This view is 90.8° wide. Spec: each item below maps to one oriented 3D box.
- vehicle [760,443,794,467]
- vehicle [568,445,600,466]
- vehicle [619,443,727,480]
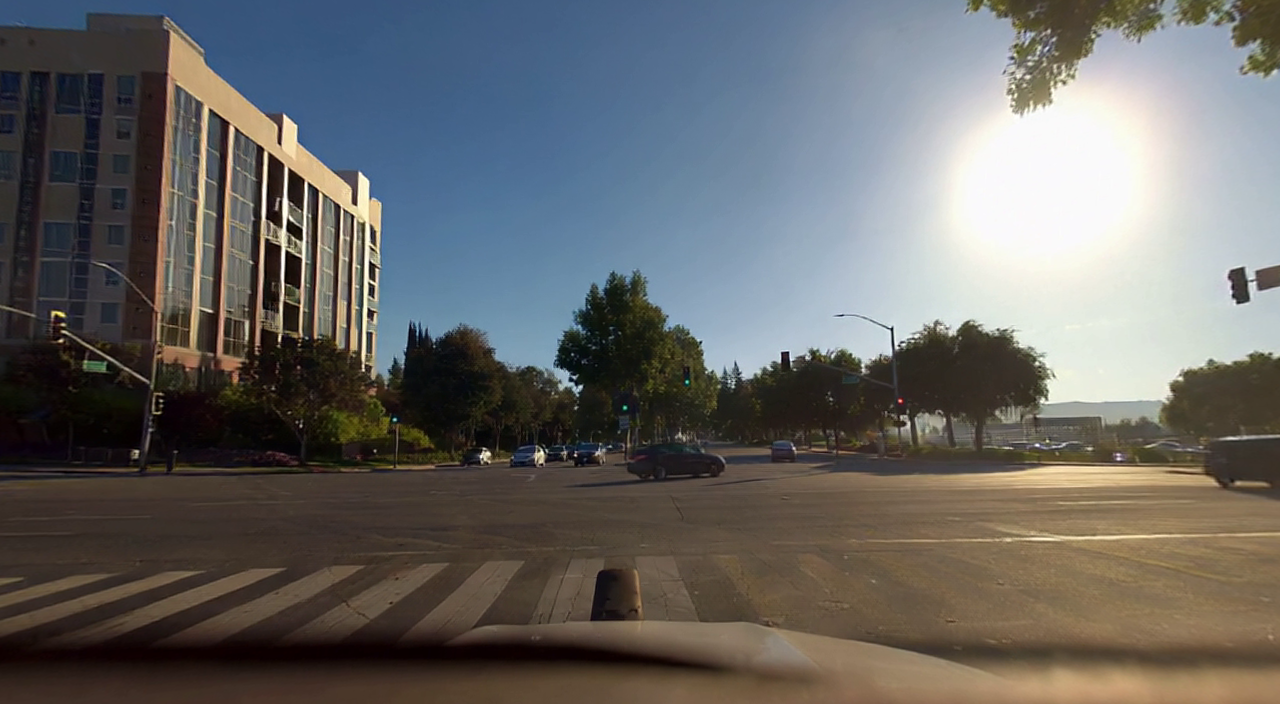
[{"bbox_3d":[9.615,7.252,44.641,1.955,1.569,4.397,-1,-8,8],"label":"vehicle"},{"bbox_3d":[-4.353,8.121,49.749,2.130,1.613,4.121,0,-8,0],"label":"vehicle"},{"bbox_3d":[1.455,4.648,27.114,4.424,1.454,2.043,7,-11,-40],"label":"vehicle"}]
